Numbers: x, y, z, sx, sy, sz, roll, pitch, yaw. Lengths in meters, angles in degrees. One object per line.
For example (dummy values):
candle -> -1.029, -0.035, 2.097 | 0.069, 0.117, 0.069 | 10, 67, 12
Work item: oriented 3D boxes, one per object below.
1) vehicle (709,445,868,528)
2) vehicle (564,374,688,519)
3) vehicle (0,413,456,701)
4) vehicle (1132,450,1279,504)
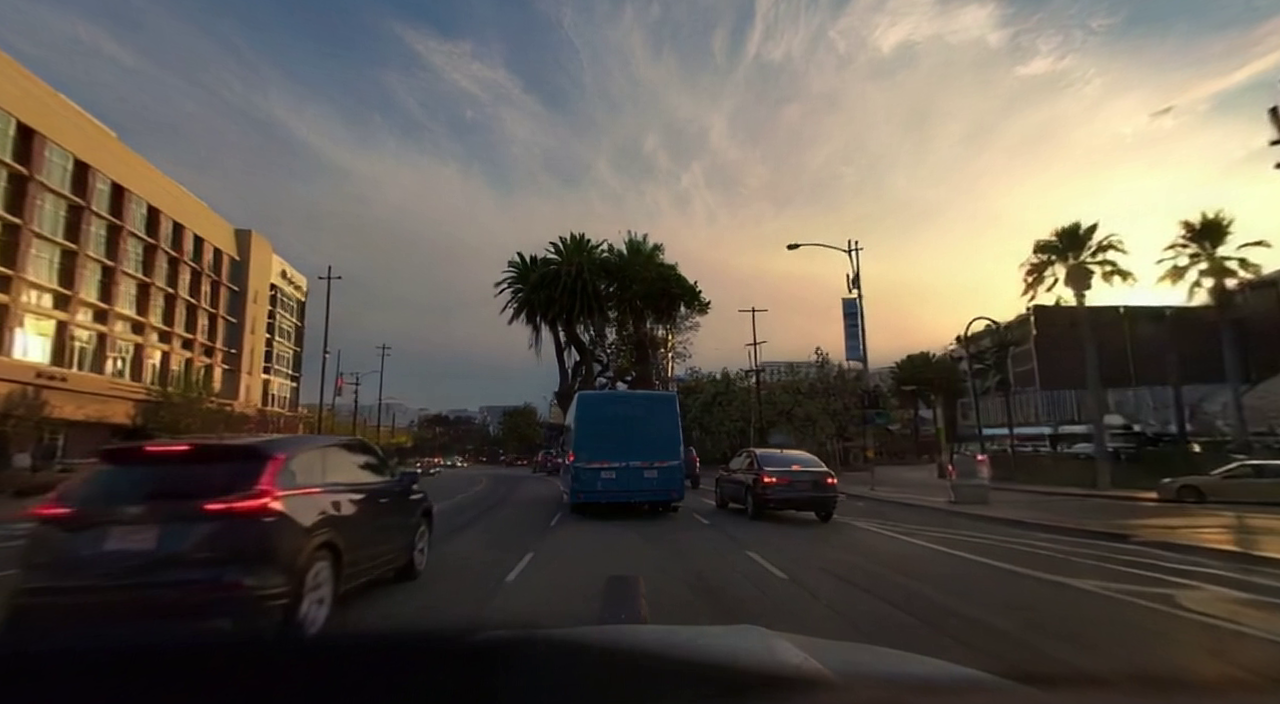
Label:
vehicle -> 3.042, 2.844, 14.064 | 1.978, 1.507, 4.636 | 1, -9, -6
vehicle -> -0.603, 2.383, 15.946 | 2.517, 2.926, 6.177 | 1, -9, -6
vehicle -> -3.292, 1.452, 5.707 | 2.033, 1.555, 4.408 | 0, -9, -2
vehicle -> 19.596, 4.078, 20.869 | 1.942, 1.583, 4.579 | 3, -9, -23
